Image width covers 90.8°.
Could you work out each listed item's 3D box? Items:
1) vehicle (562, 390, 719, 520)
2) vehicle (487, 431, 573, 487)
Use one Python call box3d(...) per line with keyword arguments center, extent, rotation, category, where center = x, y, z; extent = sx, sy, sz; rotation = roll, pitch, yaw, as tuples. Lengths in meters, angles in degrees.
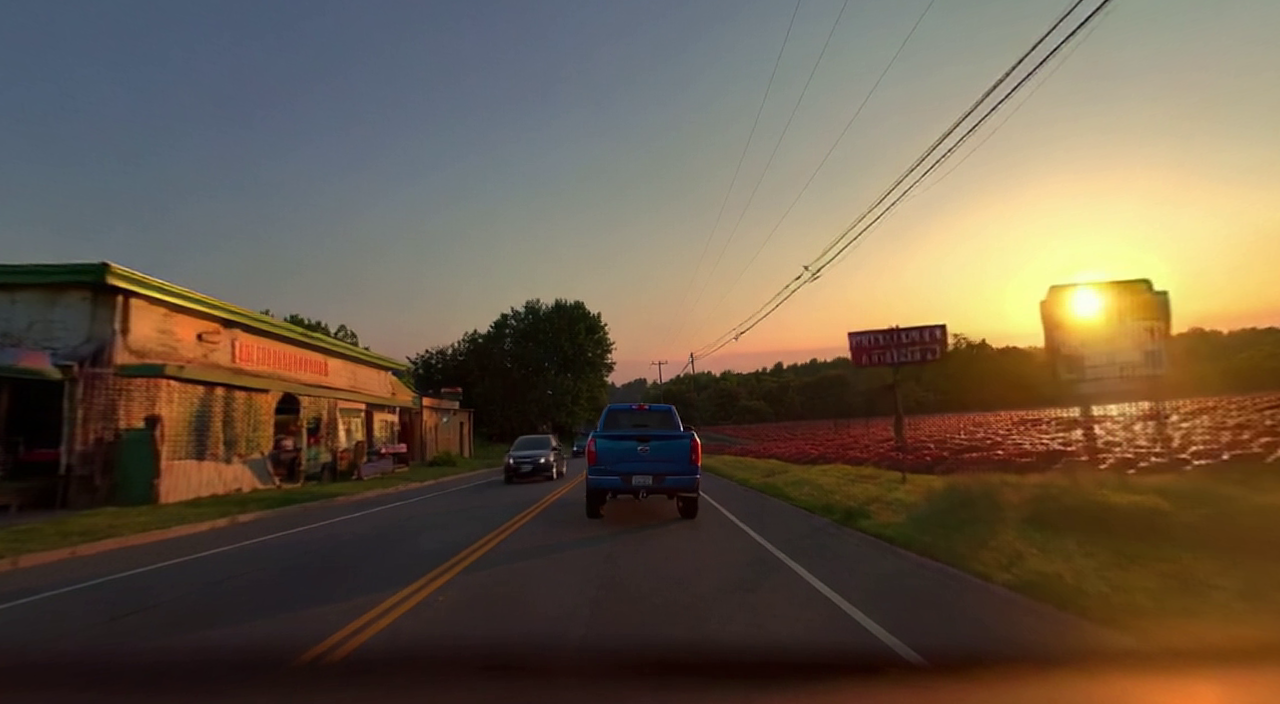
box3d(center=(-0.064, 2.206, 13.883), extent=(2.693, 2.223, 5.885), rotation=(0, -8, -2), category="vehicle")
box3d(center=(-3.932, 3.923, 23.452), extent=(2.341, 1.726, 4.579), rotation=(-3, -8, 0), category="vehicle")
